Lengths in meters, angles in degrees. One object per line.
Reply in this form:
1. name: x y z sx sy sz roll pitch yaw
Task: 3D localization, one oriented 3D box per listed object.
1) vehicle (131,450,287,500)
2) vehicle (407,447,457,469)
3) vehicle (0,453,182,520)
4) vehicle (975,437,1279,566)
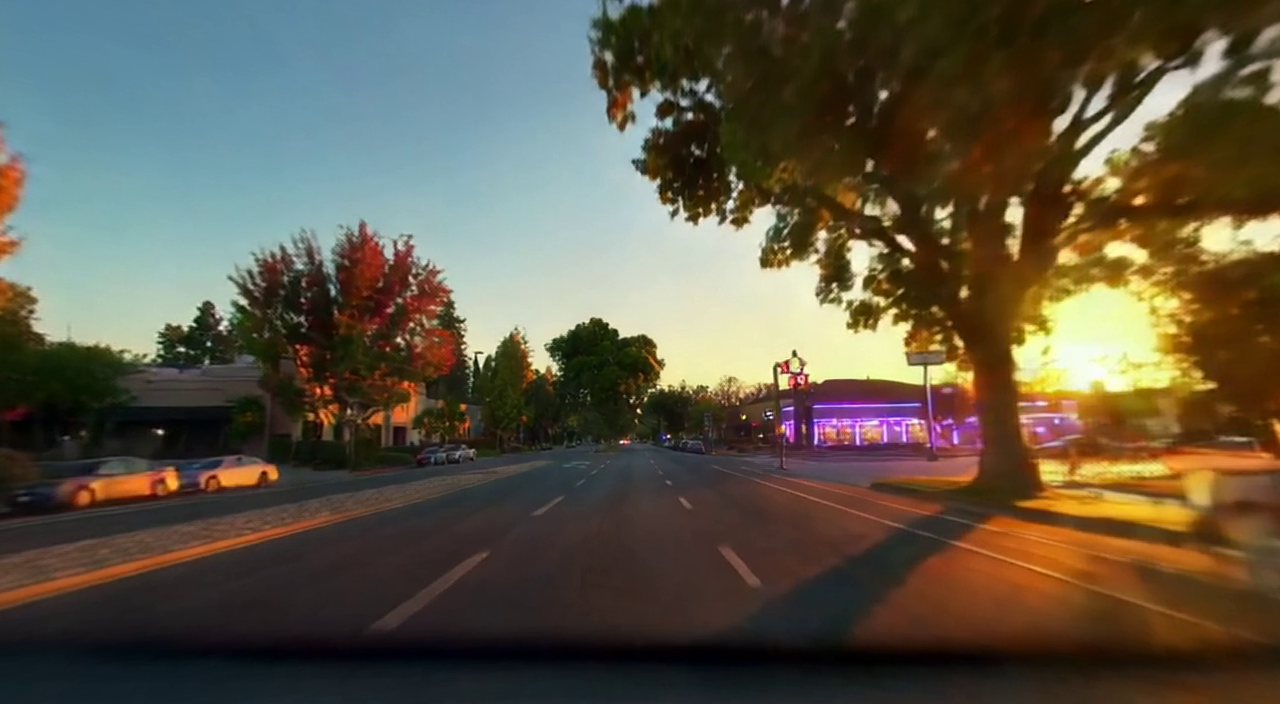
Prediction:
1. vehicle: -14.820 4.214 22.162 2.124 1.501 4.807 0 -9 -1
2. vehicle: -15.147 7.708 46.267 2.106 1.479 4.541 0 -9 1
3. vehicle: -14.800 3.463 16.770 1.836 1.473 4.413 -1 -9 2
4. vehicle: 7.252 2.055 9.532 1.954 1.460 4.388 0 -9 0
